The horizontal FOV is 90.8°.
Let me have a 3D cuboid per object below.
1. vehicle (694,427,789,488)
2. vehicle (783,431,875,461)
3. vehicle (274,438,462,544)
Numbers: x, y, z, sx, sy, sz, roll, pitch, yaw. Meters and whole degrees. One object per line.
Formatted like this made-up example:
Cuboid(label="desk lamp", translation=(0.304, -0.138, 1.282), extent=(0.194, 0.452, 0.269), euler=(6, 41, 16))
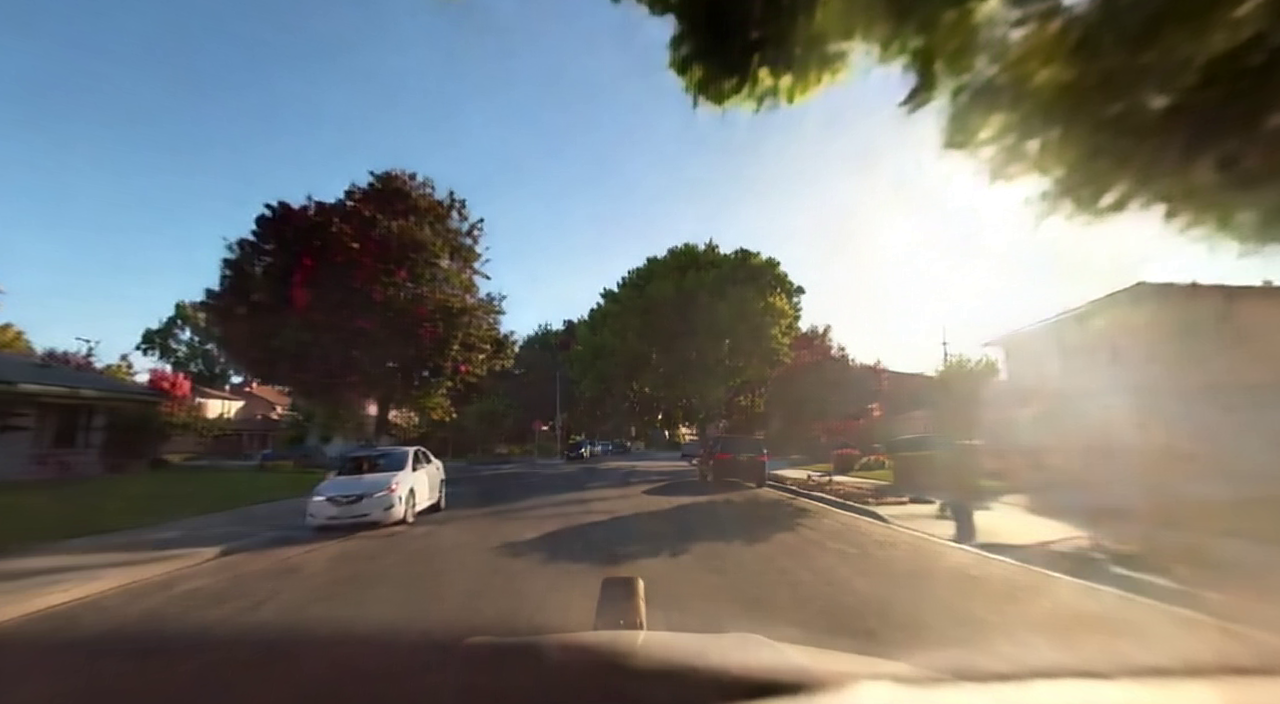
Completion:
Cuboid(label="vehicle", translation=(3.244, 3.517, 21.365), extent=(2.228, 1.813, 4.901), euler=(0, -8, -2))
Cuboid(label="vehicle", translation=(11.185, 5.588, 37.608), extent=(4.781, 1.700, 1.914), euler=(1, -8, -4))
Cuboid(label="vehicle", translation=(-4.817, 2.439, 12.040), extent=(1.981, 1.463, 4.631), euler=(0, -7, -6))
